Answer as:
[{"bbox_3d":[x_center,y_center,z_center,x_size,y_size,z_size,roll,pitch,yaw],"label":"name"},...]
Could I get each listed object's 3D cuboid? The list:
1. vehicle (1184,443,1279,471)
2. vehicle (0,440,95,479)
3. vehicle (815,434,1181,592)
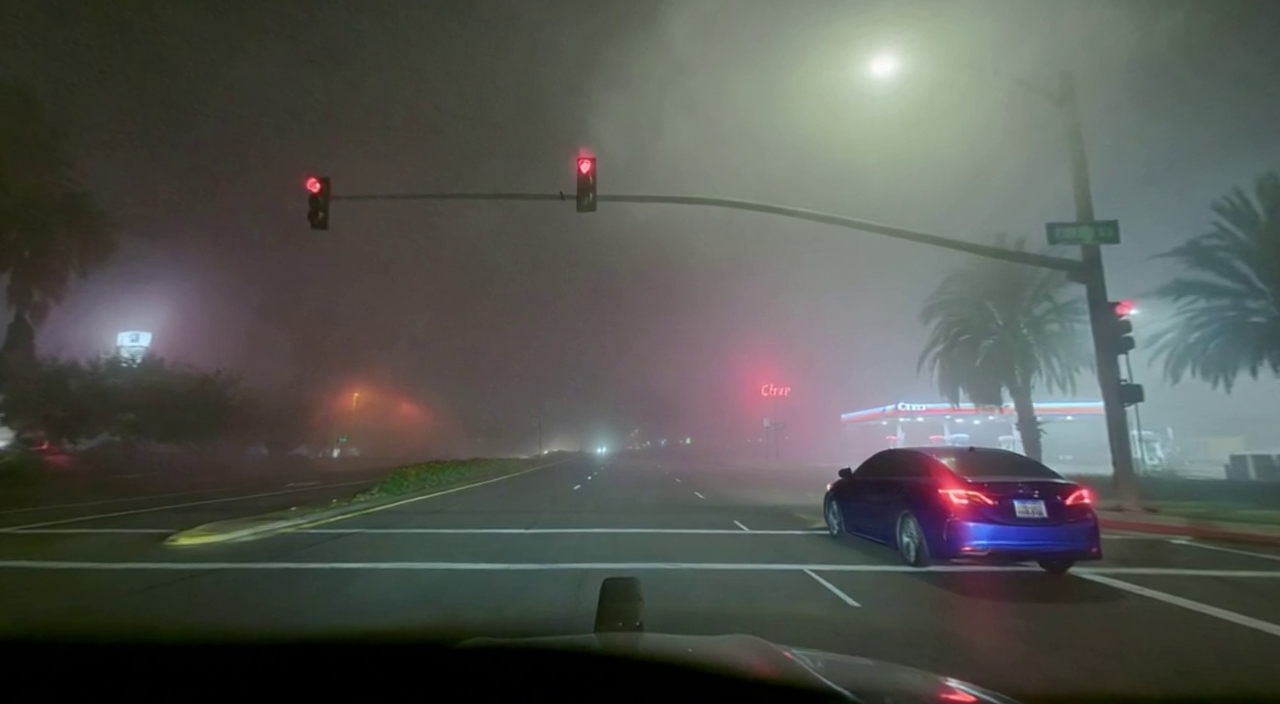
[{"bbox_3d":[33.683,5.904,35.679,4.010,1.497,1.991,0,-8,-1],"label":"vehicle"},{"bbox_3d":[-32.810,5.779,34.268,1.987,1.959,5.016,0,-8,-1],"label":"vehicle"},{"bbox_3d":[3.938,1.807,8.050,1.978,1.442,4.262,0,-8,-3],"label":"vehicle"}]
